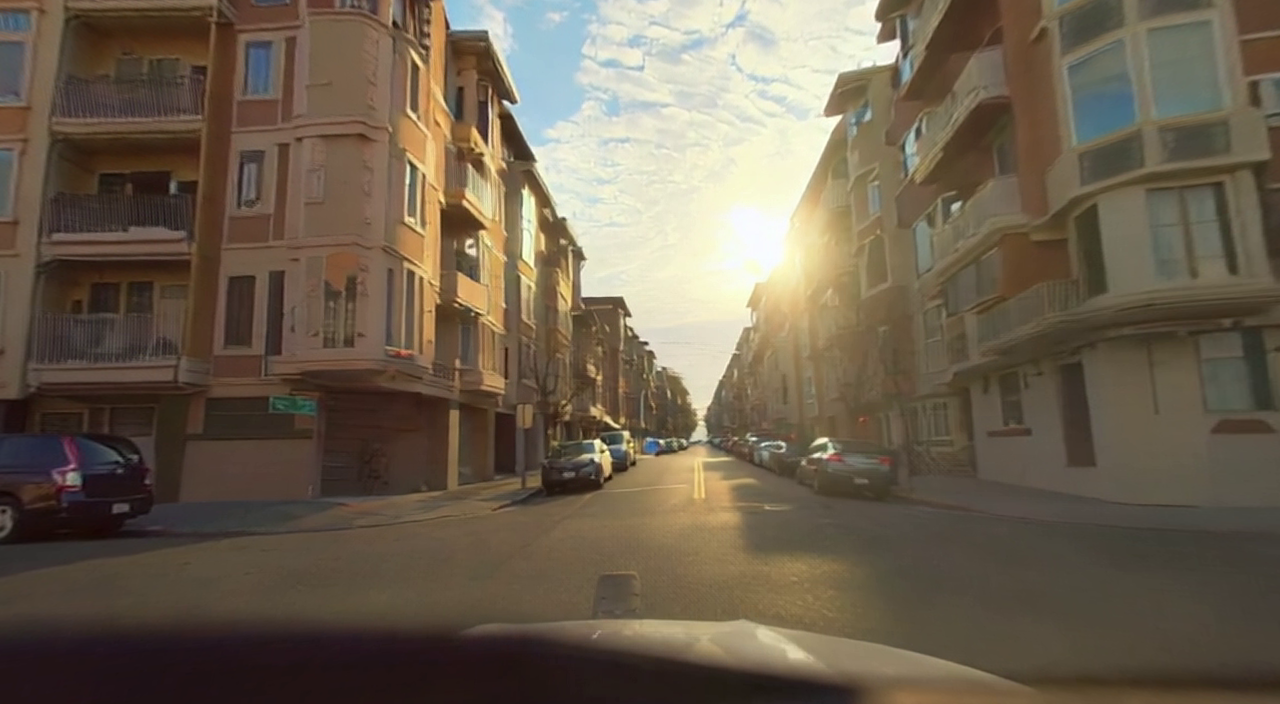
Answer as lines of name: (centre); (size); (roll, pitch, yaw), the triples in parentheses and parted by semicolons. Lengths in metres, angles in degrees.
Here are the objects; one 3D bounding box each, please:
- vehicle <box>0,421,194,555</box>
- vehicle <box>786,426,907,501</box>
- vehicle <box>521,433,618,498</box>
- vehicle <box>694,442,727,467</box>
vehicle: (-9.475, 1.857, 9.068); (4.679, 1.631, 2.025); (-1, -8, 6)
vehicle: (4.798, 2.611, 15.217); (1.868, 1.544, 3.869); (-1, -8, 4)
vehicle: (-1.672, 2.830, 16.188); (1.882, 1.459, 3.518); (-1, -8, 3)
vehicle: (5.228, 7.542, 46.679); (2.341, 1.675, 4.360); (-1, -8, 6)
